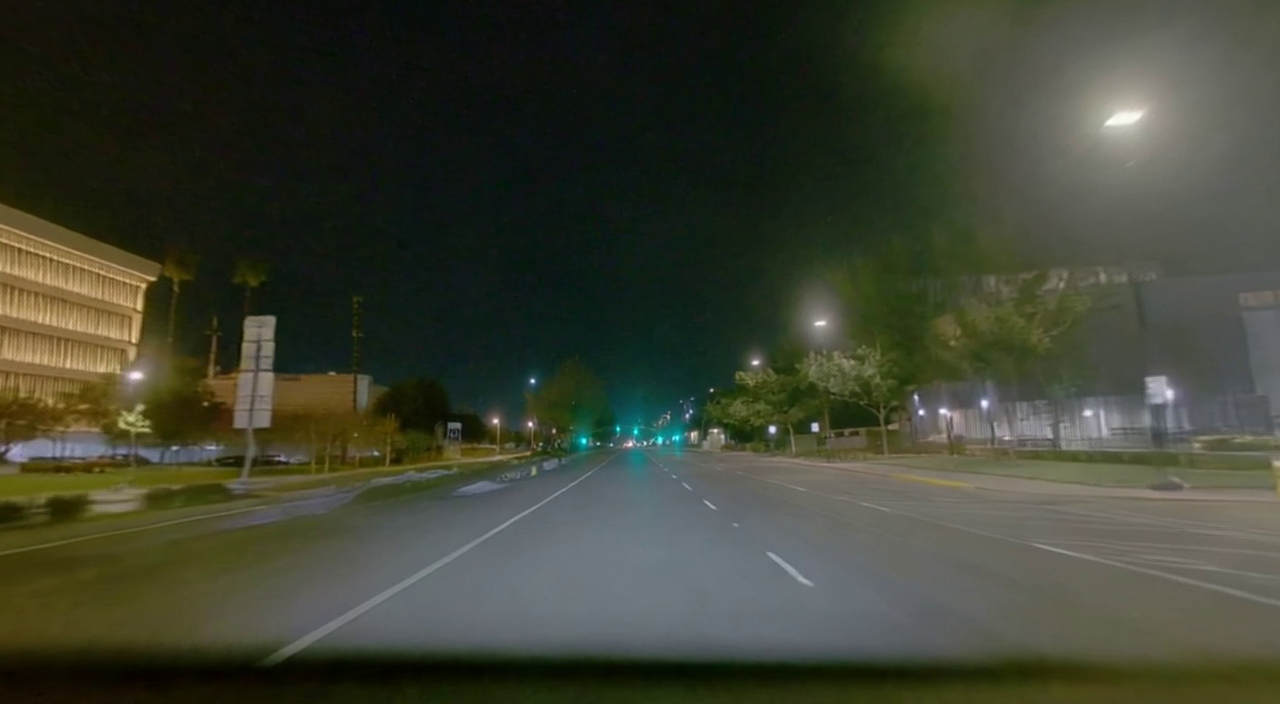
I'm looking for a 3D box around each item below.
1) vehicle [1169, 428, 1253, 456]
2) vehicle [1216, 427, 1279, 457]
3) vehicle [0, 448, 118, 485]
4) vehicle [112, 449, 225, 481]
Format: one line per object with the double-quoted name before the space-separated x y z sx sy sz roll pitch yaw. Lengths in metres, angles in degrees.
"vehicle" 34.386 5.431 38.071 3.470 1.424 1.592 -3 -9 -4
"vehicle" 34.735 5.007 35.255 3.484 1.433 1.608 -3 -9 -3
"vehicle" -32.246 6.262 34.824 2.122 1.886 4.993 -8 -12 43
"vehicle" -26.551 6.356 35.692 4.673 1.717 2.044 0 -8 1
